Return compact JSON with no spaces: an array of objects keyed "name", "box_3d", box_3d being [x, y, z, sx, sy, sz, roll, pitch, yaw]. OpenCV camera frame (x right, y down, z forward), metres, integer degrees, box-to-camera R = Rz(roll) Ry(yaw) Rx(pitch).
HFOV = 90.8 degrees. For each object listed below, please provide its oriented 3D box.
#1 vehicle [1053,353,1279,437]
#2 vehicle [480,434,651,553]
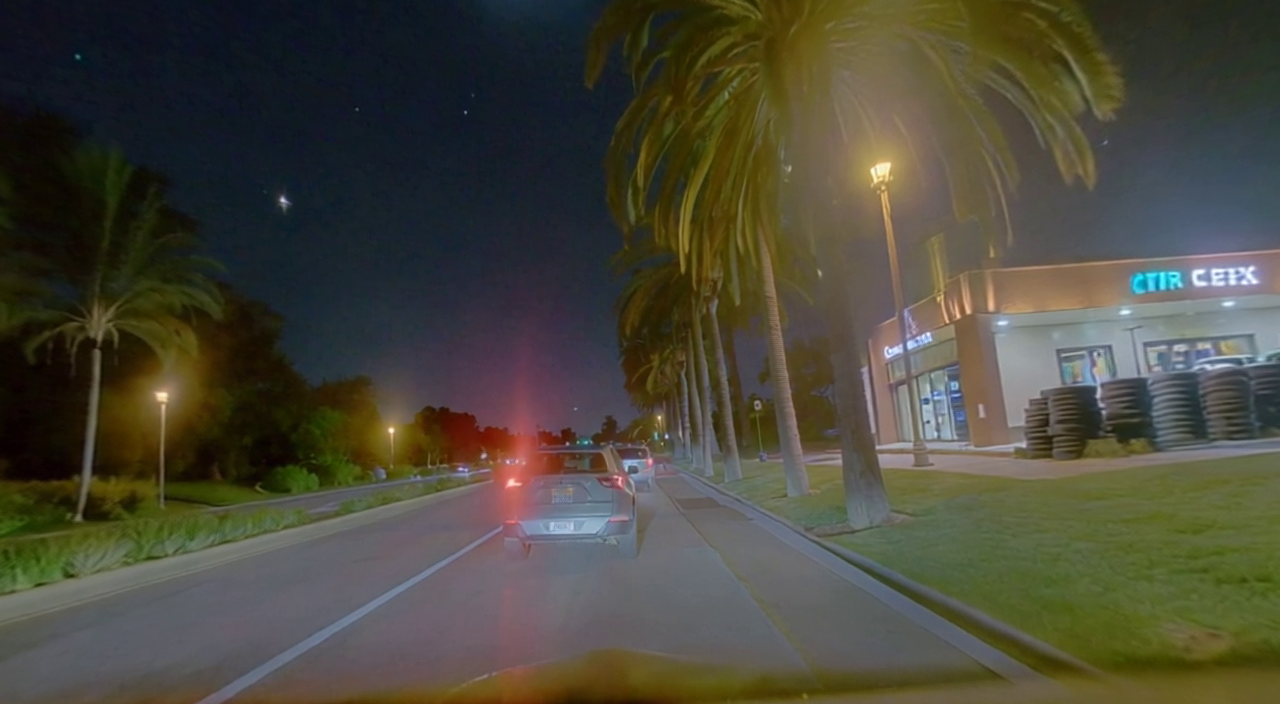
[{"name":"vehicle","box_3d":[13.385,1.274,16.518,1.854,1.693,4.798,-1,-10,0]},{"name":"vehicle","box_3d":[-0.997,2.113,10.149,2.169,1.495,4.048,0,-9,-1]}]
